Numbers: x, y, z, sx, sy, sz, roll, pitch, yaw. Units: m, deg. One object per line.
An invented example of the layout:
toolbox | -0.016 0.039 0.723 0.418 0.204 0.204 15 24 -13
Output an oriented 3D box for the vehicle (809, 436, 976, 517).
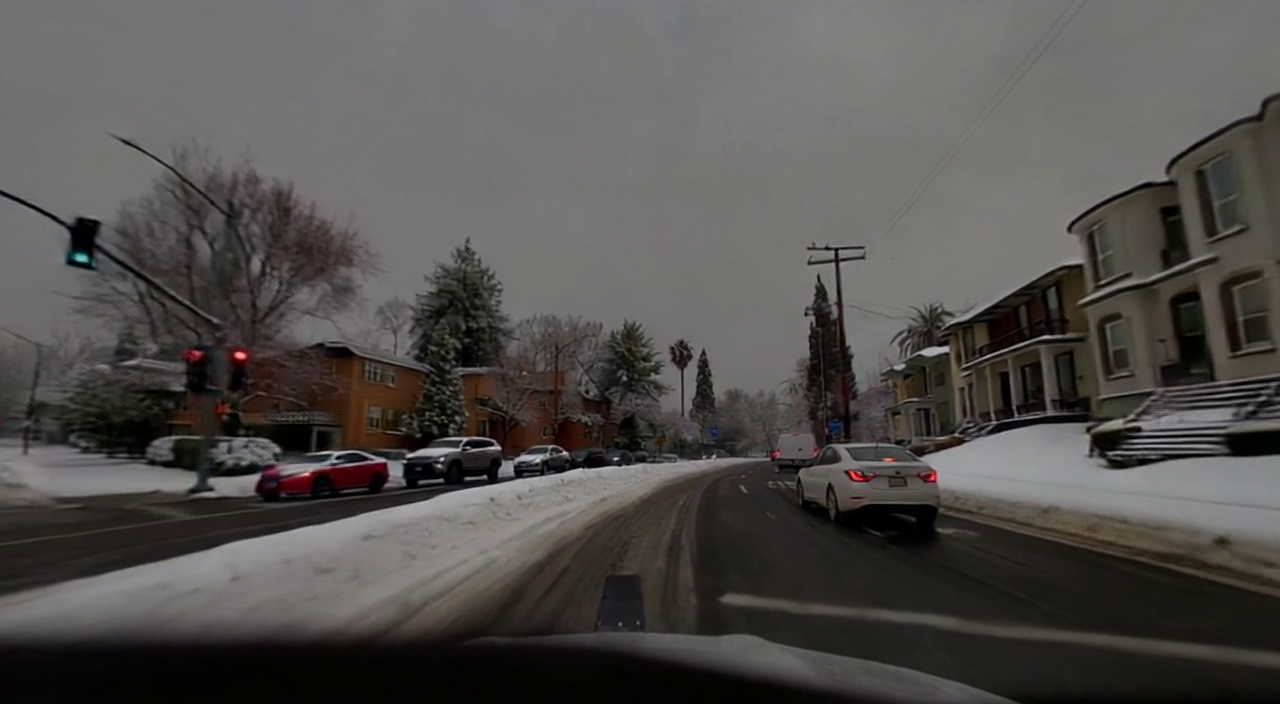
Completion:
vehicle | 5.529 2.777 14.606 2.096 1.552 4.519 -1 -9 2

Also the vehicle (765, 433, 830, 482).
vehicle | 6.918 4.666 28.164 2.109 2.002 4.424 -1 -9 5

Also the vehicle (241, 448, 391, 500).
vehicle | -9.481 3.572 18.869 1.891 1.358 3.828 -2 -9 13

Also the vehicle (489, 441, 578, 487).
vehicle | -4.043 4.311 24.679 1.852 1.498 4.238 -5 -9 14

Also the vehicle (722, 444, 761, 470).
vehicle | 6.634 6.765 40.903 1.923 1.576 4.026 -3 -9 16

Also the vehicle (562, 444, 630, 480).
vehicle | -2.211 5.744 33.246 2.081 1.453 4.698 -5 -7 14

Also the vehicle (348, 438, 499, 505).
vehicle | -5.953 3.303 18.115 1.959 1.515 4.668 -2 -7 12
